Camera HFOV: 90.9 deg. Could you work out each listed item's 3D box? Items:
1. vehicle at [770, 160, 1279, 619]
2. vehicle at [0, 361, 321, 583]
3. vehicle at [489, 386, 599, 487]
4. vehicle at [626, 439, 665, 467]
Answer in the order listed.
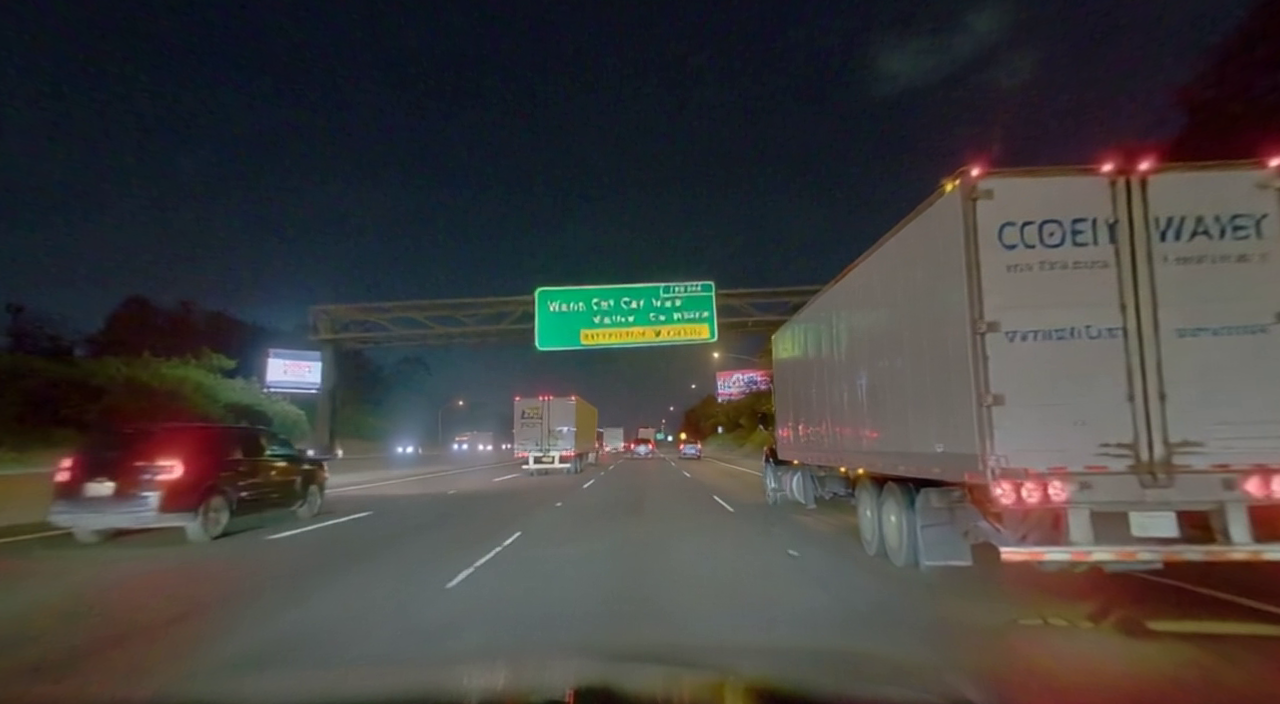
[{"bbox_3d":[4.034,0.752,8.552,2.895,3.484,7.631,0,-8,0],"label":"vehicle"},{"bbox_3d":[-7.256,1.591,9.111,2.322,2.195,5.556,0,-8,0],"label":"vehicle"},{"bbox_3d":[-3.265,3.218,23.690,2.745,3.156,7.608,0,-8,1],"label":"vehicle"},{"bbox_3d":[0.290,5.793,36.174,2.105,1.502,4.068,0,-8,0],"label":"vehicle"}]
